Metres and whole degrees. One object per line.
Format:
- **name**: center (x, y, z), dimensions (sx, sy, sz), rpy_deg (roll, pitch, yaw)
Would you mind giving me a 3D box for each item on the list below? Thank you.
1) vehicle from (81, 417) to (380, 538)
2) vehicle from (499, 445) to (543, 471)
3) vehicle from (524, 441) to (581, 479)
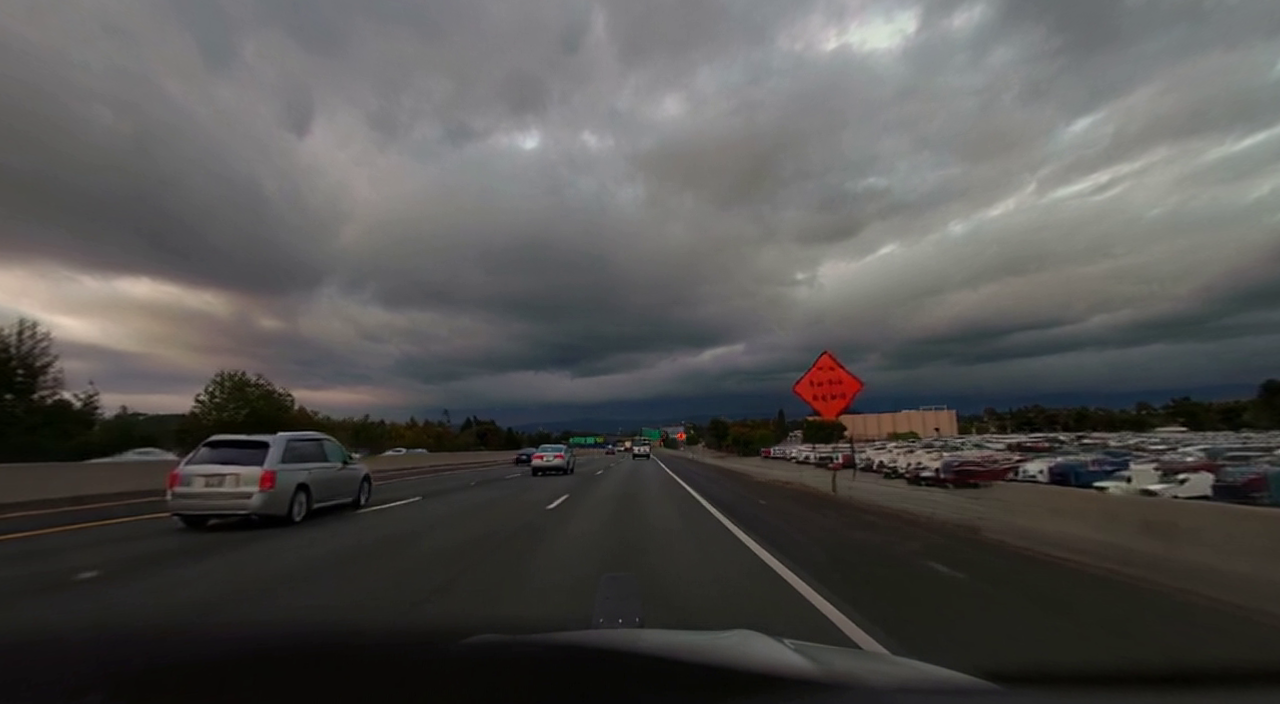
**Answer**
- **vehicle**: center (-7.335, 2.315, 12.299), dimensions (2.159, 1.807, 5.422), rpy_deg (0, -9, 0)
- **vehicle**: center (-7.681, 6.856, 40.914), dimensions (1.991, 1.538, 4.360), rpy_deg (0, -9, 0)
- **vehicle**: center (-4.063, 5.096, 29.984), dimensions (2.070, 1.665, 4.213), rpy_deg (0, -9, 1)
